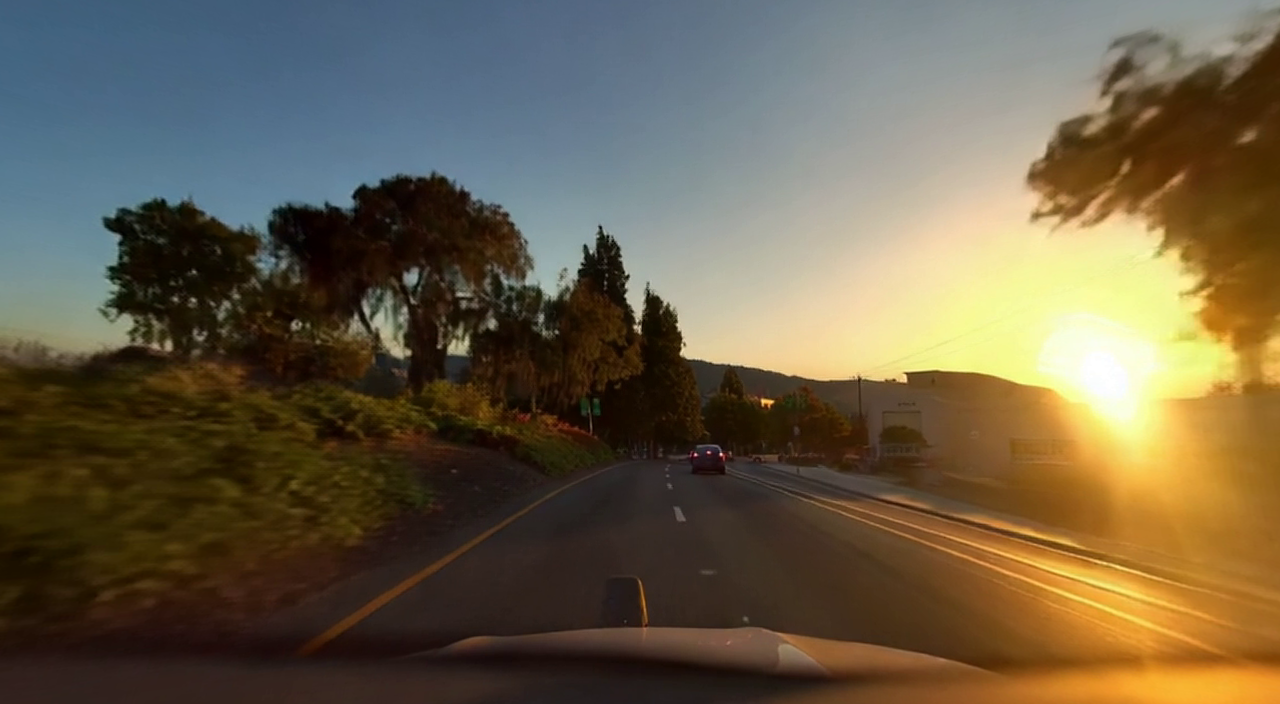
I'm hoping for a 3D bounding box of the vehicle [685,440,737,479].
[{"bbox_3d":[3.037,4.701,27.922,1.956,1.473,4.640,0,-7,2],"label":"vehicle"}]
